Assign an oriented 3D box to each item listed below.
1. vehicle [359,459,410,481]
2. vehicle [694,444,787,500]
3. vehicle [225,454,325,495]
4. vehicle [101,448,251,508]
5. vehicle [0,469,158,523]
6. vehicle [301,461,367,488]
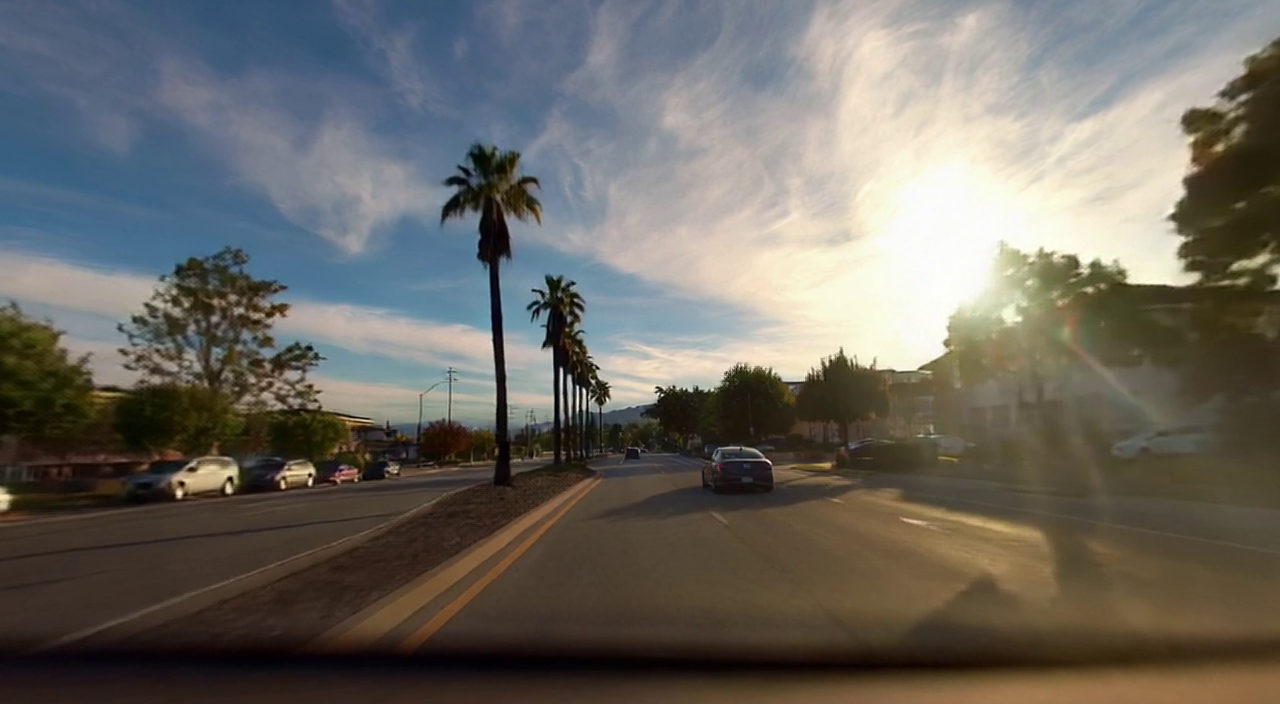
[{"bbox_3d":[-19.253,8.912,47.838,1.897,1.482,4.707,0,-9,0],"label":"vehicle"},{"bbox_3d":[2.903,3.595,19.359,1.989,1.492,4.689,0,-9,-1],"label":"vehicle"},{"bbox_3d":[-19.226,6.440,33.634,2.056,1.946,5.498,0,-9,-1],"label":"vehicle"},{"bbox_3d":[-19.252,5.186,26.628,2.344,2.232,5.170,0,-9,-1],"label":"vehicle"},{"bbox_3d":[-18.812,4.728,21.173,1.828,1.472,4.464,0,-9,-1],"label":"vehicle"},{"bbox_3d":[-19.199,7.661,39.900,1.836,1.476,4.950,0,-9,-1],"label":"vehicle"}]
